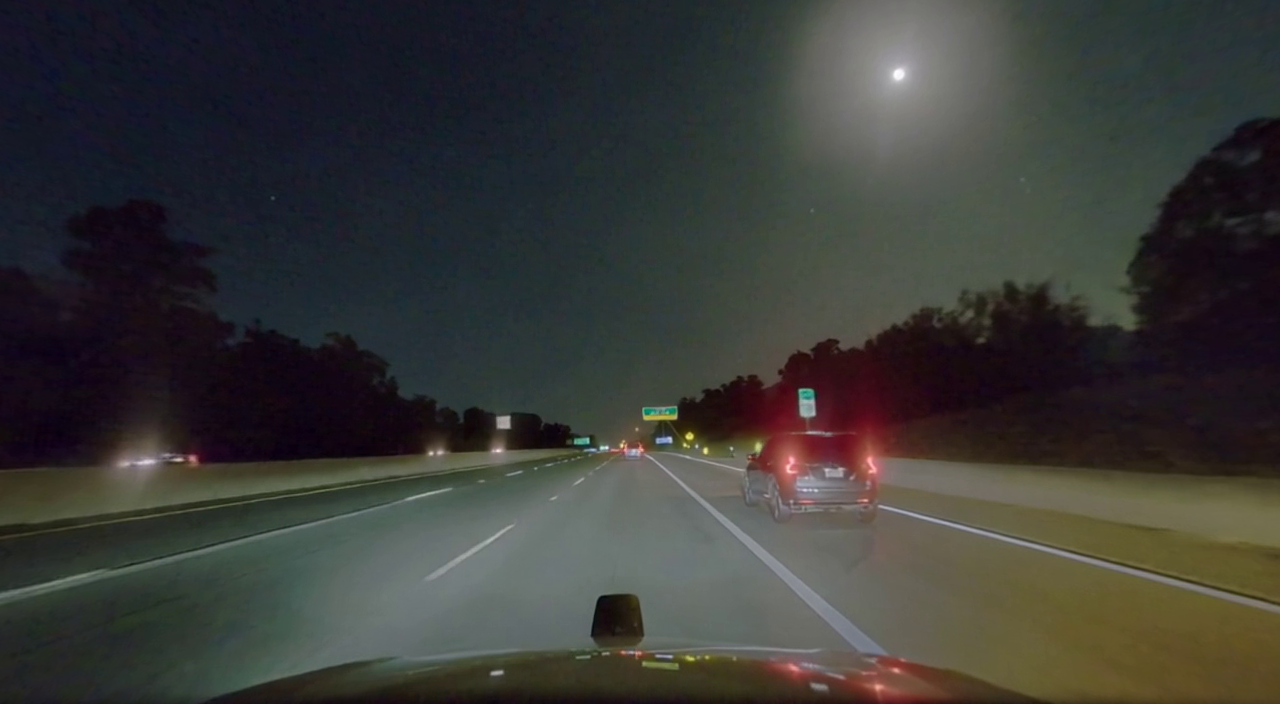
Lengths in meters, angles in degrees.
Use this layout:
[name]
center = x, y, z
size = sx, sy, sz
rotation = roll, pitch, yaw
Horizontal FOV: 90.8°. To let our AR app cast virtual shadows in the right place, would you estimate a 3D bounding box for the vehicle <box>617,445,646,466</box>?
[vehicle]
center = -0.642, 7.775, 47.512
size = 2.080, 1.468, 3.884
rotation = 0, -8, -1
